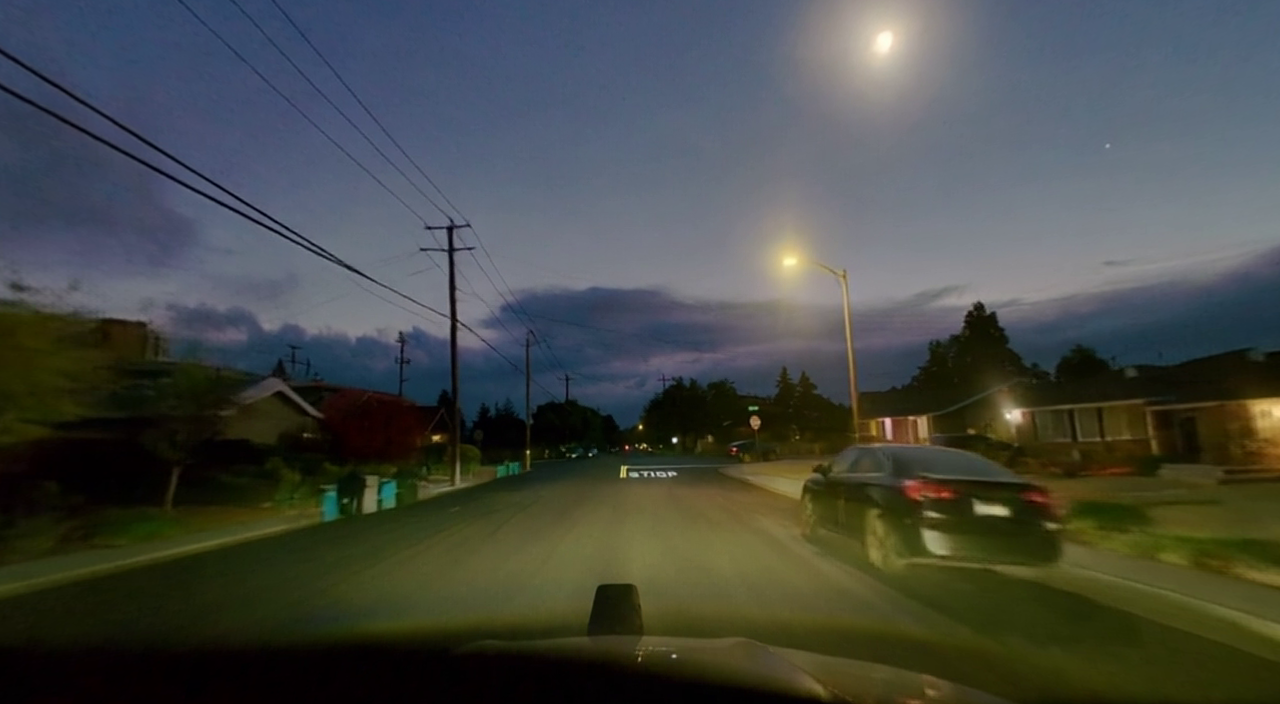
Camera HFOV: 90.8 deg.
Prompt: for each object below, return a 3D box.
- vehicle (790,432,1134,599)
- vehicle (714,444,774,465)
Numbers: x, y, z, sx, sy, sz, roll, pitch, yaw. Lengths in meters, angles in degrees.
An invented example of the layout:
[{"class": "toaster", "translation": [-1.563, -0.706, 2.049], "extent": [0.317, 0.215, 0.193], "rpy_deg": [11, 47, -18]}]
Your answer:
[{"class": "vehicle", "translation": [3.550, 1.869, 8.215], "extent": [2.012, 1.531, 4.557], "rpy_deg": [0, -9, -1]}, {"class": "vehicle", "translation": [7.920, 7.731, 47.942], "extent": [4.452, 1.482, 2.017], "rpy_deg": [7, -11, -38]}]
